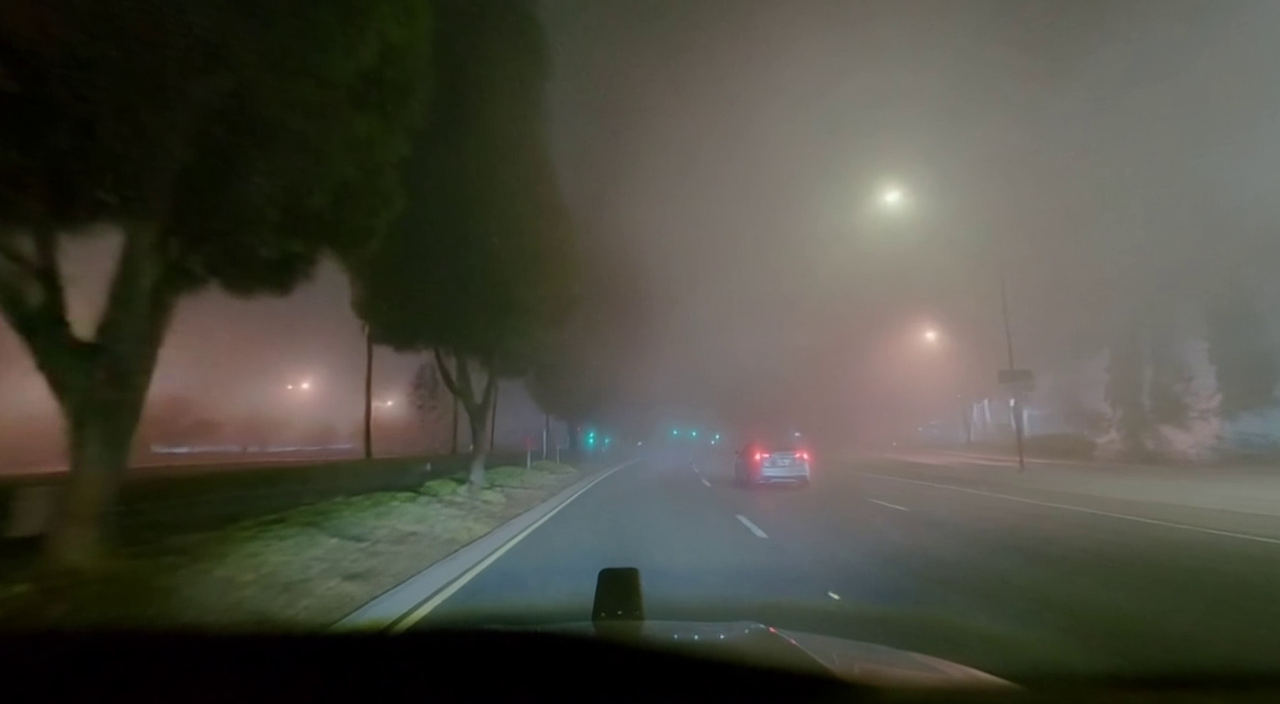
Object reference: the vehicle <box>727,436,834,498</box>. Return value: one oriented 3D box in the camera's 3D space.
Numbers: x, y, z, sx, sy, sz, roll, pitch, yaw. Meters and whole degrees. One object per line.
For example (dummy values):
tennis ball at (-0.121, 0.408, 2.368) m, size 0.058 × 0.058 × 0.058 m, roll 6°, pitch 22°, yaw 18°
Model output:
vehicle at (3.722, 3.123, 17.615) m, size 1.928 × 1.481 × 4.453 m, roll 0°, pitch -8°, yaw 0°
